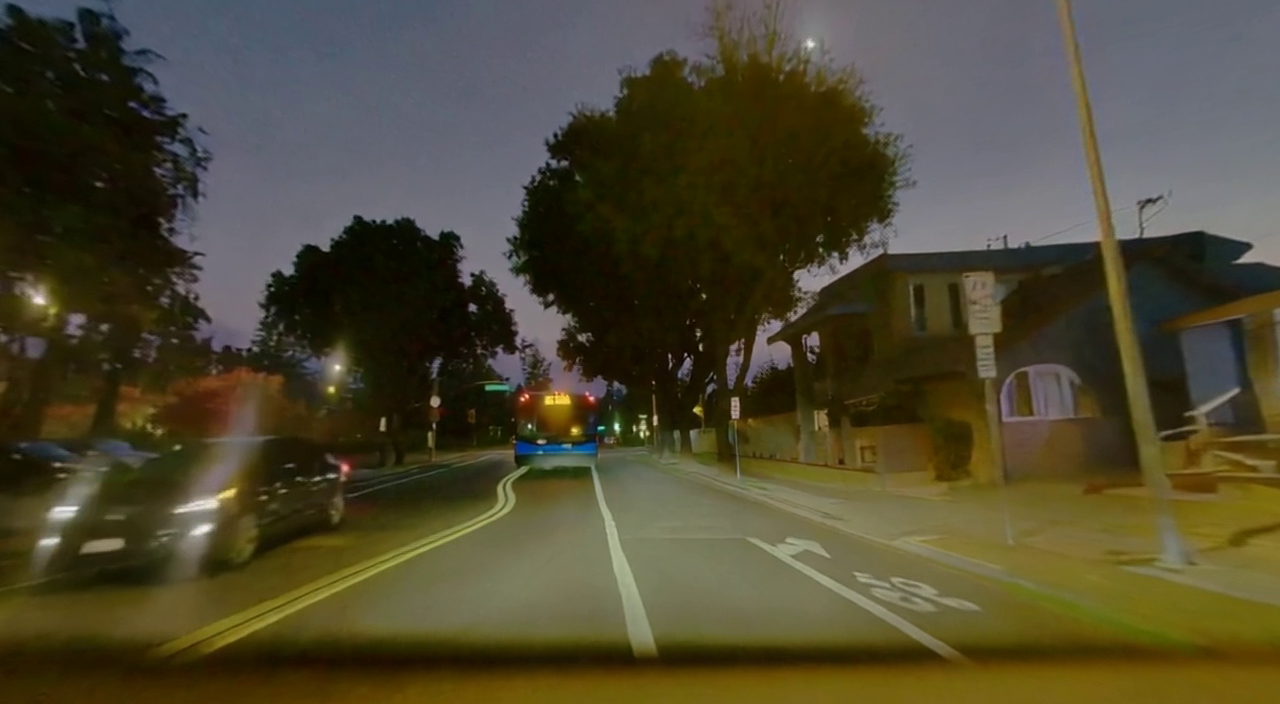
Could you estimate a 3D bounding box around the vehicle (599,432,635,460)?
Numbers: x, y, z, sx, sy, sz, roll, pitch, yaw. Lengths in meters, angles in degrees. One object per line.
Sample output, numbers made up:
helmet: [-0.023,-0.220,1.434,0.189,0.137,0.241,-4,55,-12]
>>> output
vehicle: [-1.570,6.204,41.848,2.097,1.675,3.905,3,-8,-4]

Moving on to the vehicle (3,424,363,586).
vehicle: [-5.405,1.805,8.368,1.925,1.489,4.235,-1,-8,-6]

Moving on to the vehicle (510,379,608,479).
vehicle: [-3.114,3.477,27.589,3.031,3.200,13.052,3,-8,-3]
